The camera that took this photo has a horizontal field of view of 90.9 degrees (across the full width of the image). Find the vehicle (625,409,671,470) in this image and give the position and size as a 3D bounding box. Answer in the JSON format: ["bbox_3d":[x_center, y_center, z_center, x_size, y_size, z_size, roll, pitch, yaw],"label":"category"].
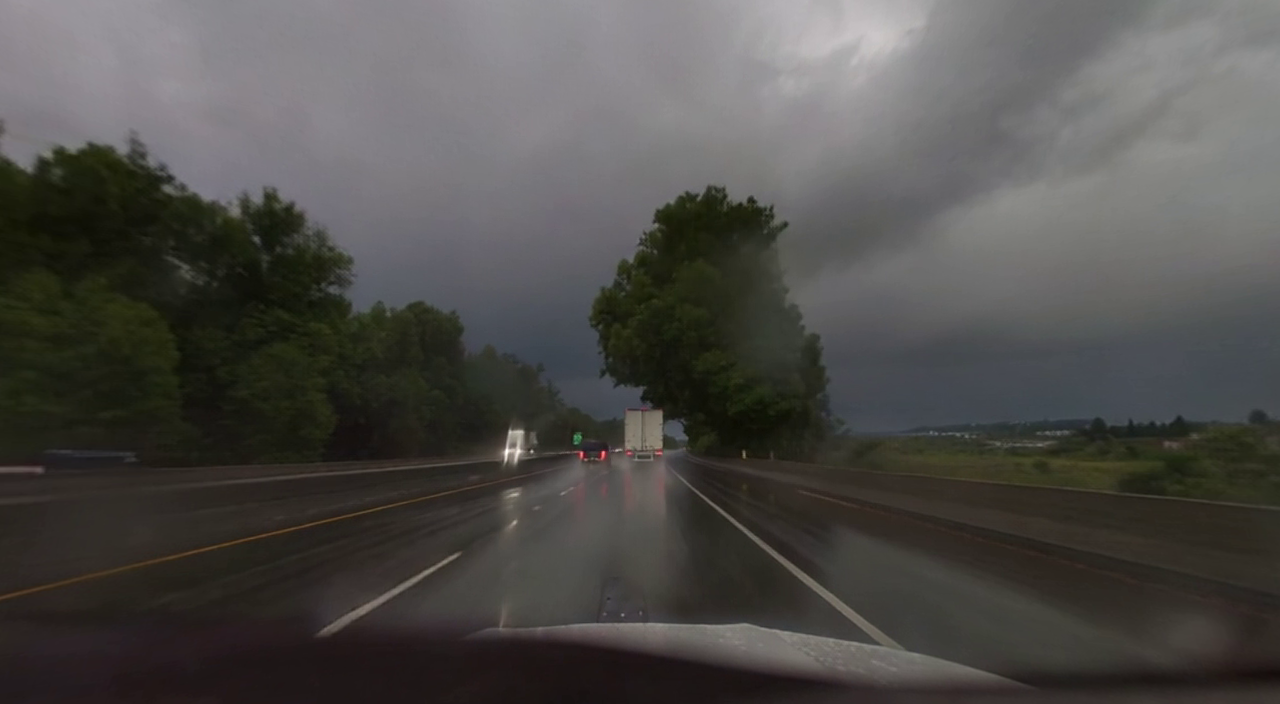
[{"bbox_3d":[0.495,6.572,46.771,3.024,3.965,10.399,0,-9,-1],"label":"vehicle"}]

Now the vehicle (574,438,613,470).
[{"bbox_3d":[-3.235,7.310,45.253,2.283,2.156,5.546,0,-9,1],"label":"vehicle"}]
